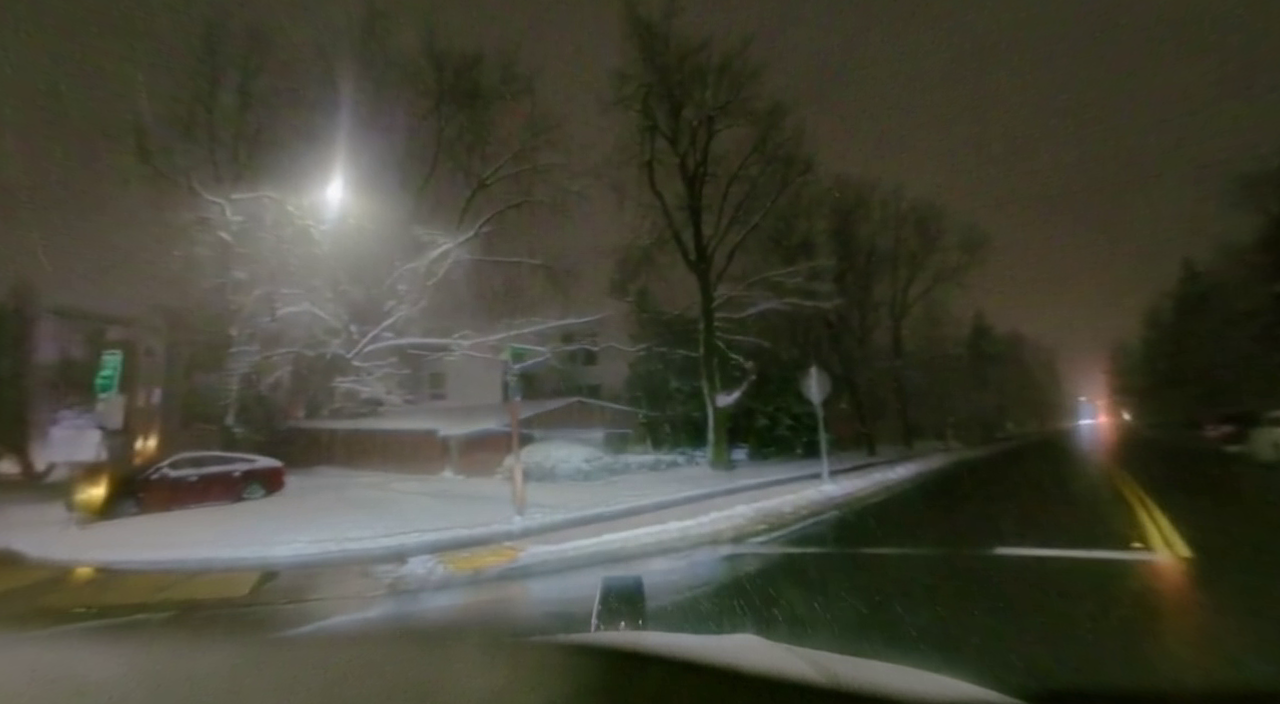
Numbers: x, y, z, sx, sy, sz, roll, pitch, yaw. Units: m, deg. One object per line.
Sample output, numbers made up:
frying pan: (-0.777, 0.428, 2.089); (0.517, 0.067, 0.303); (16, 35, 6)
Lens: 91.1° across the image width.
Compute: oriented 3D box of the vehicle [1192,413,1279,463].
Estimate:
vehicle: (23.784, 3.438, 24.949); (2.085, 1.792, 4.176); (-6, -10, 34)

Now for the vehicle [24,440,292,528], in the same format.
vehicle: (-11.166, 2.967, 14.923); (1.984, 1.620, 4.595); (-6, -9, 36)

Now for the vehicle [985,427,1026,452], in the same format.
vehicle: (28.262, 6.746, 48.414); (2.263, 1.848, 4.104); (-6, -10, 34)

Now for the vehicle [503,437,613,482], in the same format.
vehicle: (-2.996, 4.121, 23.652); (1.919, 1.447, 3.896); (-9, -16, 35)

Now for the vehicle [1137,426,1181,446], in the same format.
vehicle: (39.125, 6.396, 47.391); (1.961, 1.437, 4.032); (-5, -10, 32)
